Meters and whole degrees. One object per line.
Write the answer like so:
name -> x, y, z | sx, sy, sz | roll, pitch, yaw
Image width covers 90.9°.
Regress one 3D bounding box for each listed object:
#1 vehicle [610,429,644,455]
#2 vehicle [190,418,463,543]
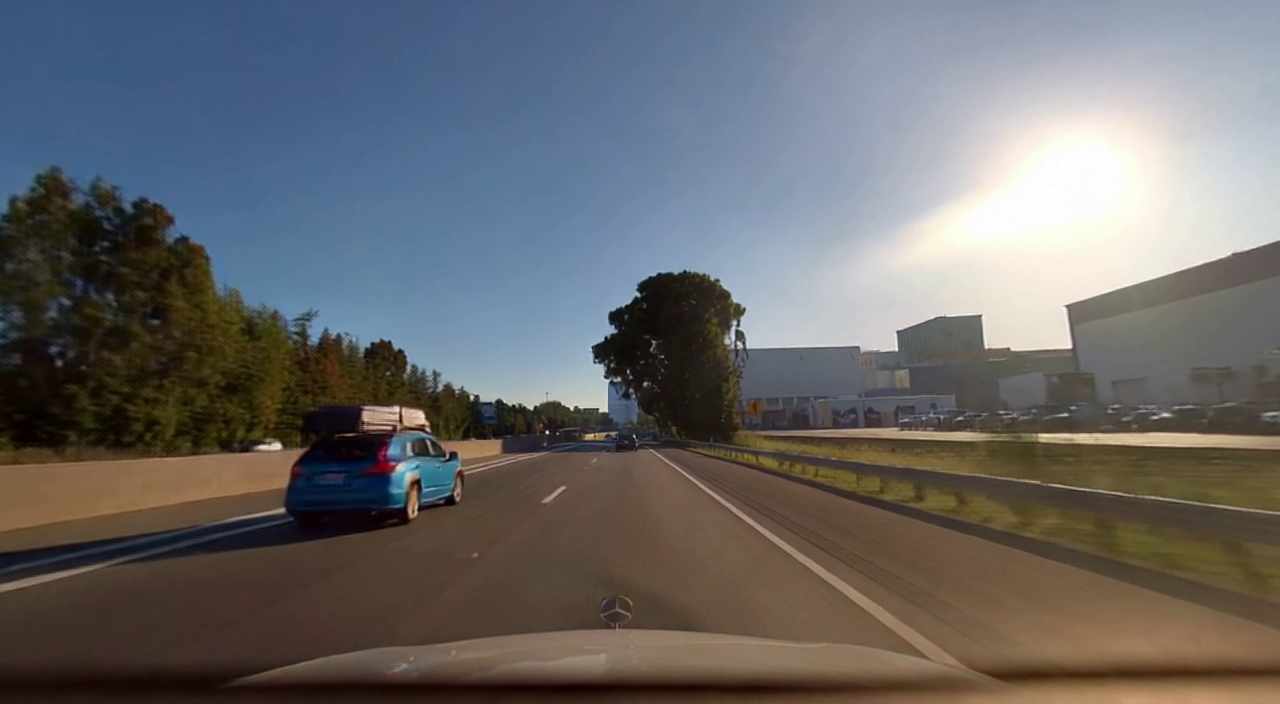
vehicle -> -0.822, 5.913, 41.324 | 2.151, 1.618, 3.898 | 0, -8, -1
vehicle -> -4.658, 1.953, 10.409 | 2.189, 1.580, 4.607 | 0, -8, -1
